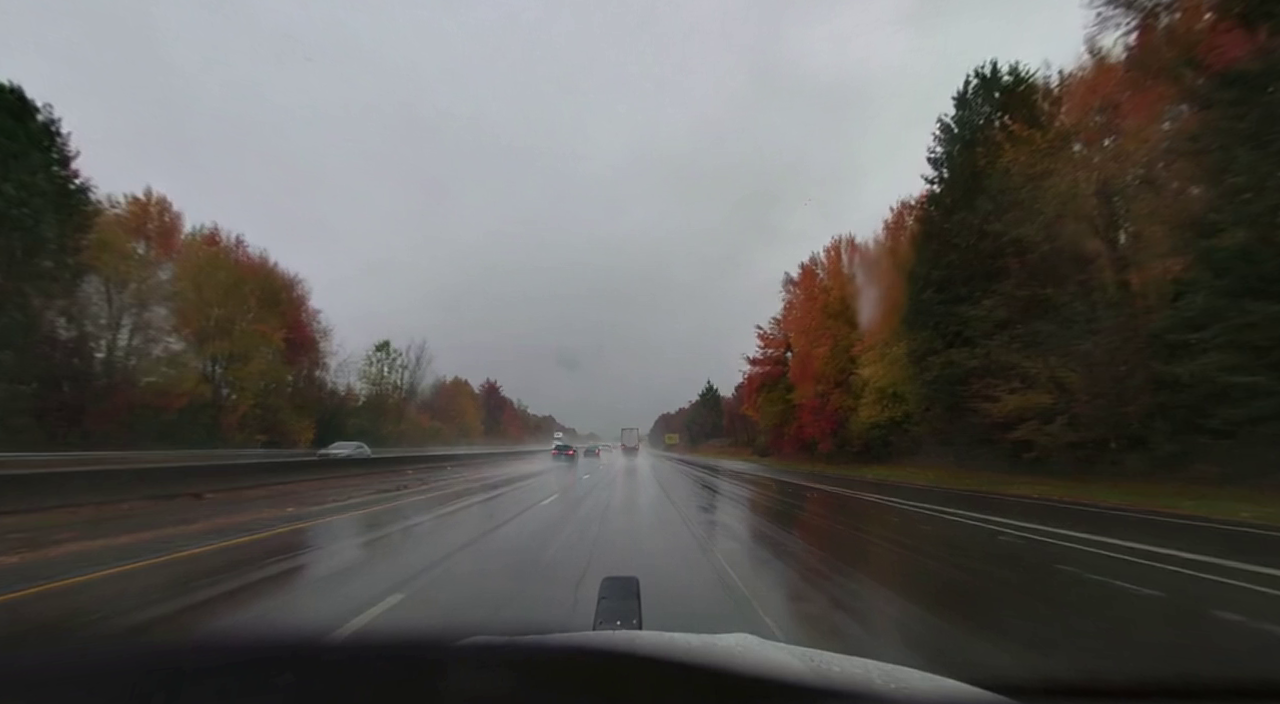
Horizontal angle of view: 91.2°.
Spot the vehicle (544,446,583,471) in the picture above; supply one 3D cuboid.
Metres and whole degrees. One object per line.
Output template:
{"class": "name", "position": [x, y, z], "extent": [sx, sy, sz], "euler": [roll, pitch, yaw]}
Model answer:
{"class": "vehicle", "position": [-4.651, 6.536, 38.615], "extent": [1.963, 1.475, 3.665], "euler": [0, -9, -1]}

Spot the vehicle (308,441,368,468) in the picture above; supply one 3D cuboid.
{"class": "vehicle", "position": [-17.948, 6.102, 37.420], "extent": [1.798, 1.484, 3.728], "euler": [0, -9, -1]}
